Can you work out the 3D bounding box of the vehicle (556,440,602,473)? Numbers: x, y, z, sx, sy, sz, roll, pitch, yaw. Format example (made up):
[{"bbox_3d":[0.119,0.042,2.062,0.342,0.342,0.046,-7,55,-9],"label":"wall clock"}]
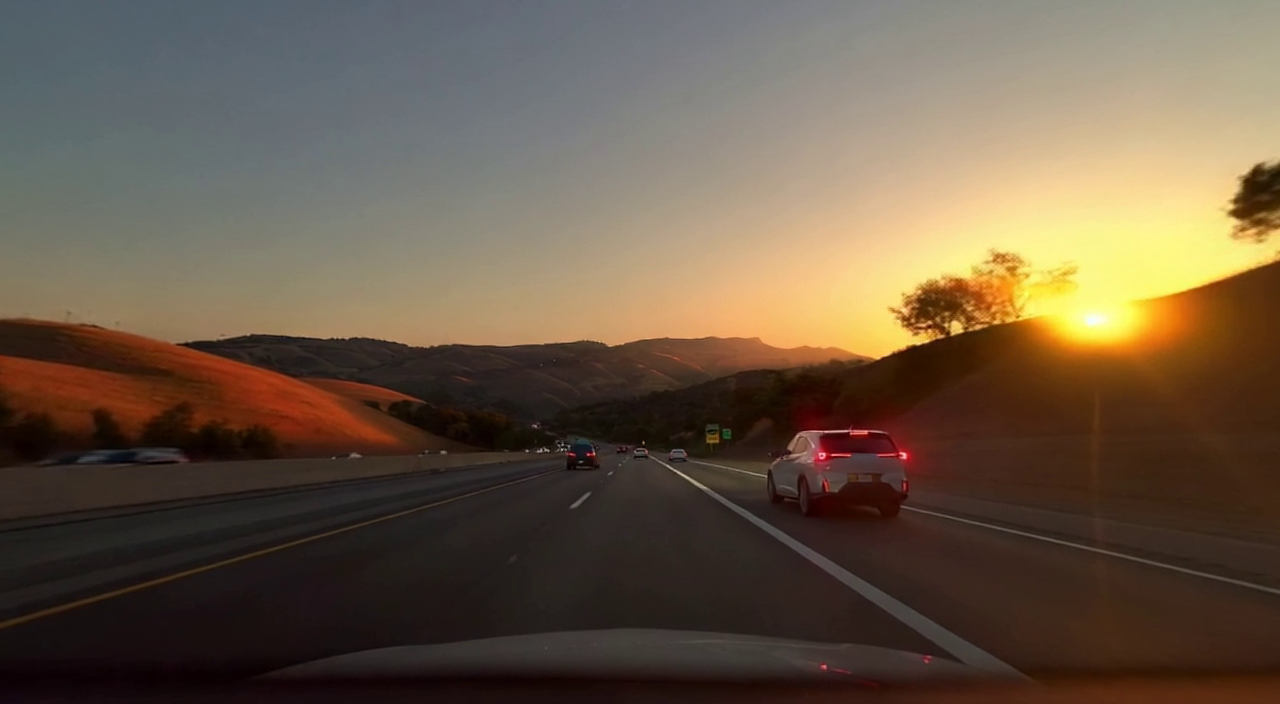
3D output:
[{"bbox_3d":[-3.310,5.796,35.036,2.070,1.707,4.309,0,-9,1],"label":"vehicle"}]

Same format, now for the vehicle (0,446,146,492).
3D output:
[{"bbox_3d":[-25.274,5.163,28.269,2.066,1.838,4.949,0,-9,1],"label":"vehicle"}]
